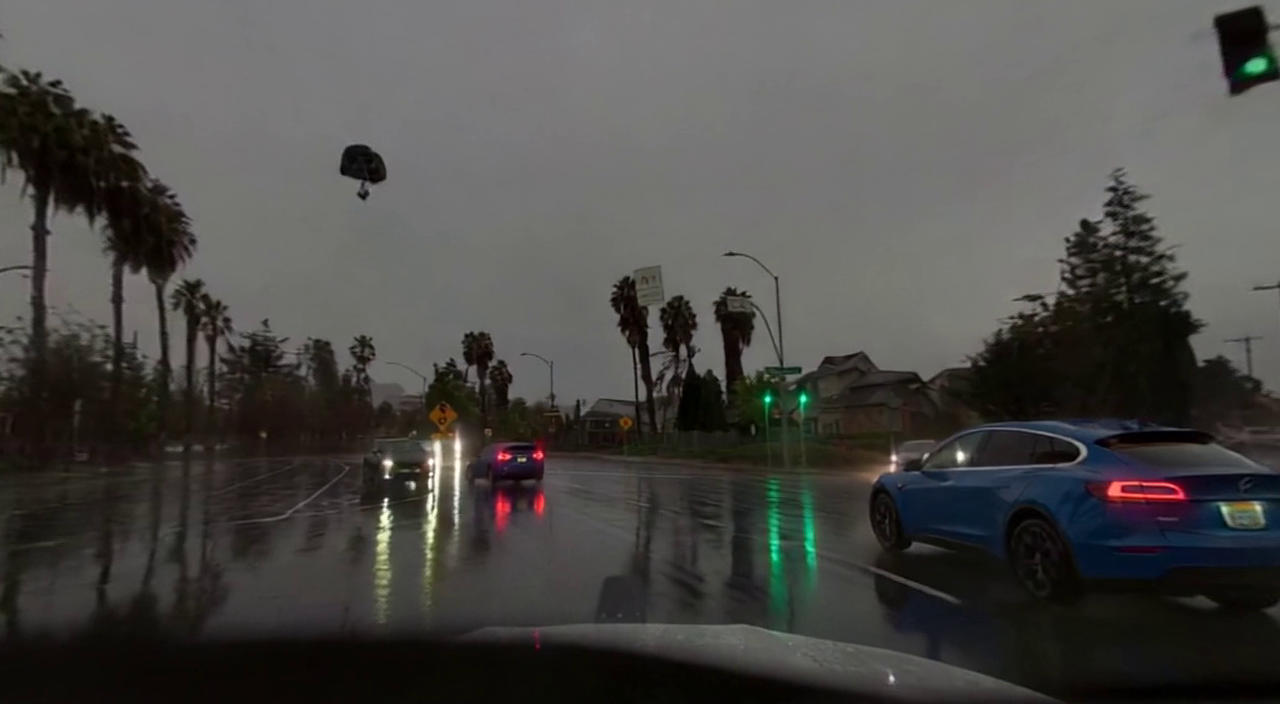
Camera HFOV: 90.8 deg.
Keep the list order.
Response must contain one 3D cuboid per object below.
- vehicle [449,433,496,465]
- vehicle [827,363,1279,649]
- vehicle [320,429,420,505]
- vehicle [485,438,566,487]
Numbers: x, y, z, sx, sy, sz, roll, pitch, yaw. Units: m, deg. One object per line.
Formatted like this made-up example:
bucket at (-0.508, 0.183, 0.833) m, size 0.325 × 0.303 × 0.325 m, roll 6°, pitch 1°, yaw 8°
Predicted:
vehicle at (-10.777, 6.197, 40.446) m, size 2.272 × 1.891 × 4.562 m, roll 3°, pitch -9°, yaw -22°
vehicle at (4.046, 1.355, 6.707) m, size 2.205 × 1.803 × 5.135 m, roll 0°, pitch -9°, yaw -4°
vehicle at (-7.911, 3.322, 18.807) m, size 2.283 × 1.878 × 5.384 m, roll 3°, pitch -9°, yaw -21°
vehicle at (-4.617, 4.281, 24.886) m, size 2.341 × 1.709 × 4.466 m, roll 3°, pitch -9°, yaw -20°
